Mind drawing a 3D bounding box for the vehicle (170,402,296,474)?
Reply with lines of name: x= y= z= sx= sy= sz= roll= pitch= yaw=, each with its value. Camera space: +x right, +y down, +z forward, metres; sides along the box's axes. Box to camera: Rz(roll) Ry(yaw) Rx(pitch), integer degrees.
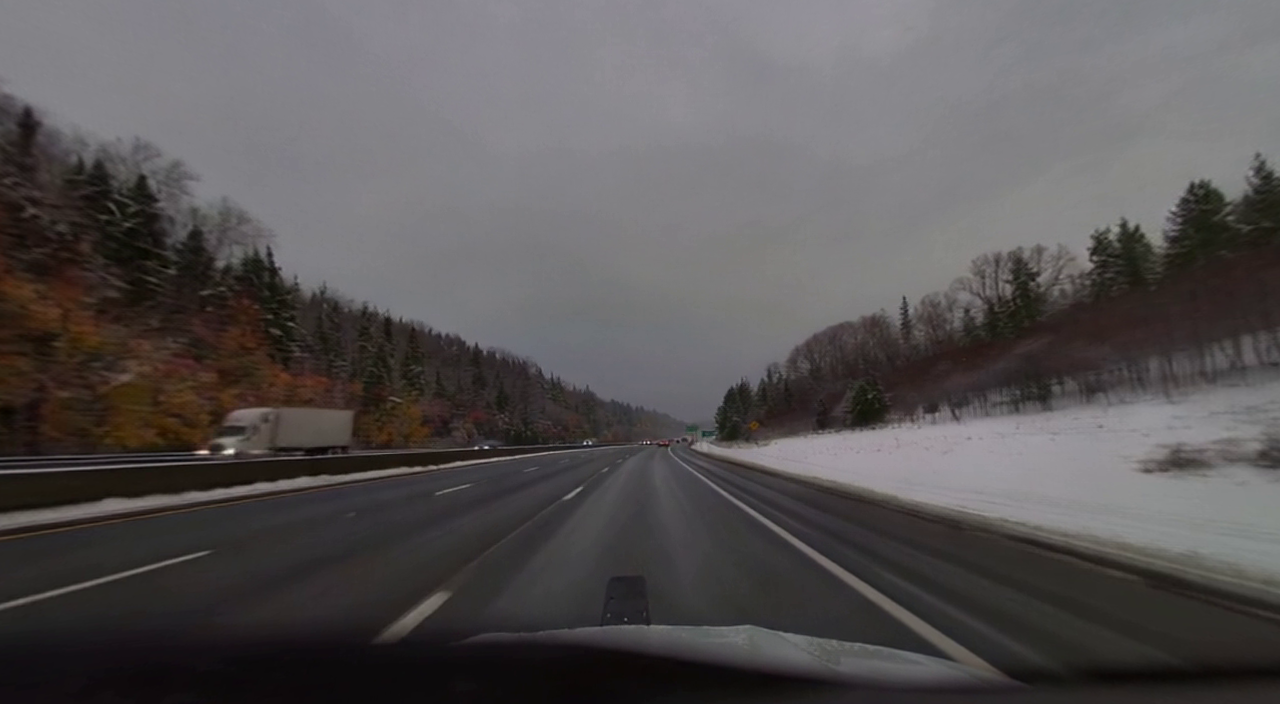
vehicle: x=-22.861 y=4.918 z=35.817 sx=2.967 sy=3.721 sz=5.967 roll=0 pitch=-8 yaw=1
